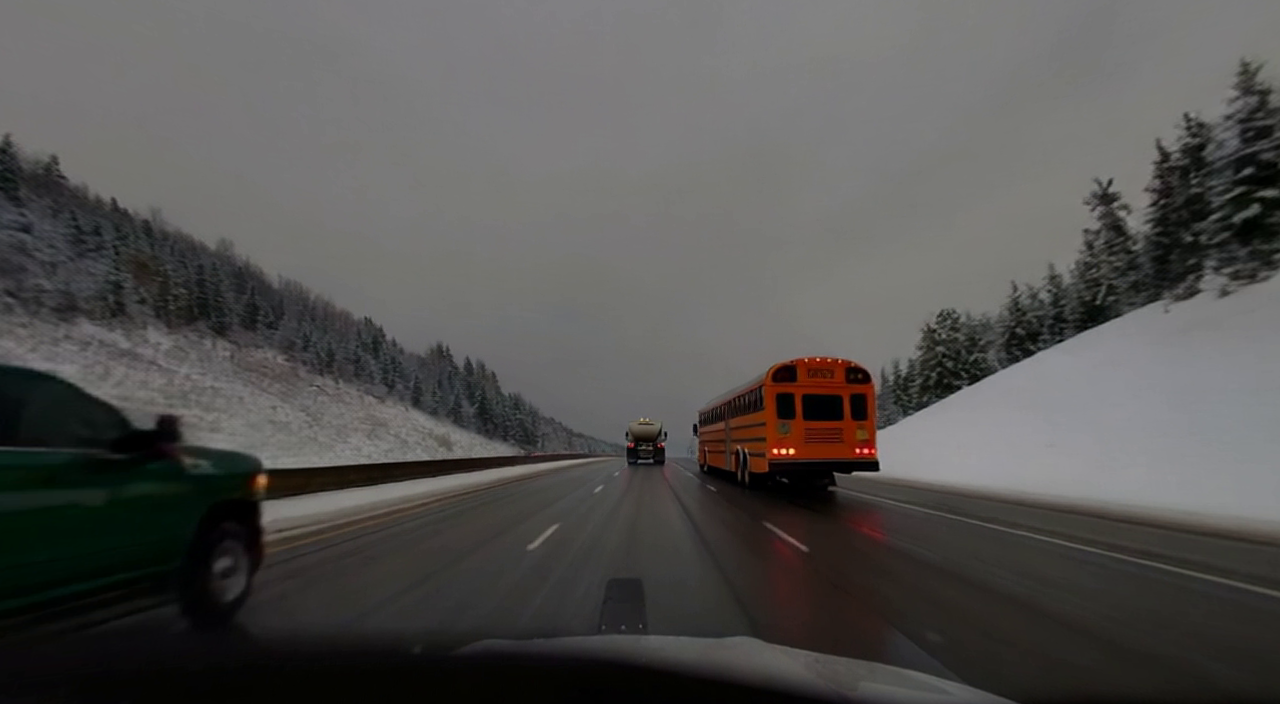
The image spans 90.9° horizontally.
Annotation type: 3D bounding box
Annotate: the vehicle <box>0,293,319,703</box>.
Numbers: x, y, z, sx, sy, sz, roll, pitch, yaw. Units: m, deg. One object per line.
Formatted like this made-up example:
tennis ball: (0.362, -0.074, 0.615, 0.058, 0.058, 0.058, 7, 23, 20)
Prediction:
vehicle: (-3.688, 0.650, 1.910, 2.241, 1.927, 5.833, 0, -8, 1)

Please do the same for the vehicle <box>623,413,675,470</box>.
vehicle: (0.552, 5.932, 41.721, 2.948, 3.265, 10.569, 0, -8, 0)

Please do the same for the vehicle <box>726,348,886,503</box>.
vehicle: (4.450, 2.252, 18.677, 2.716, 3.705, 7.018, 0, -8, 0)
